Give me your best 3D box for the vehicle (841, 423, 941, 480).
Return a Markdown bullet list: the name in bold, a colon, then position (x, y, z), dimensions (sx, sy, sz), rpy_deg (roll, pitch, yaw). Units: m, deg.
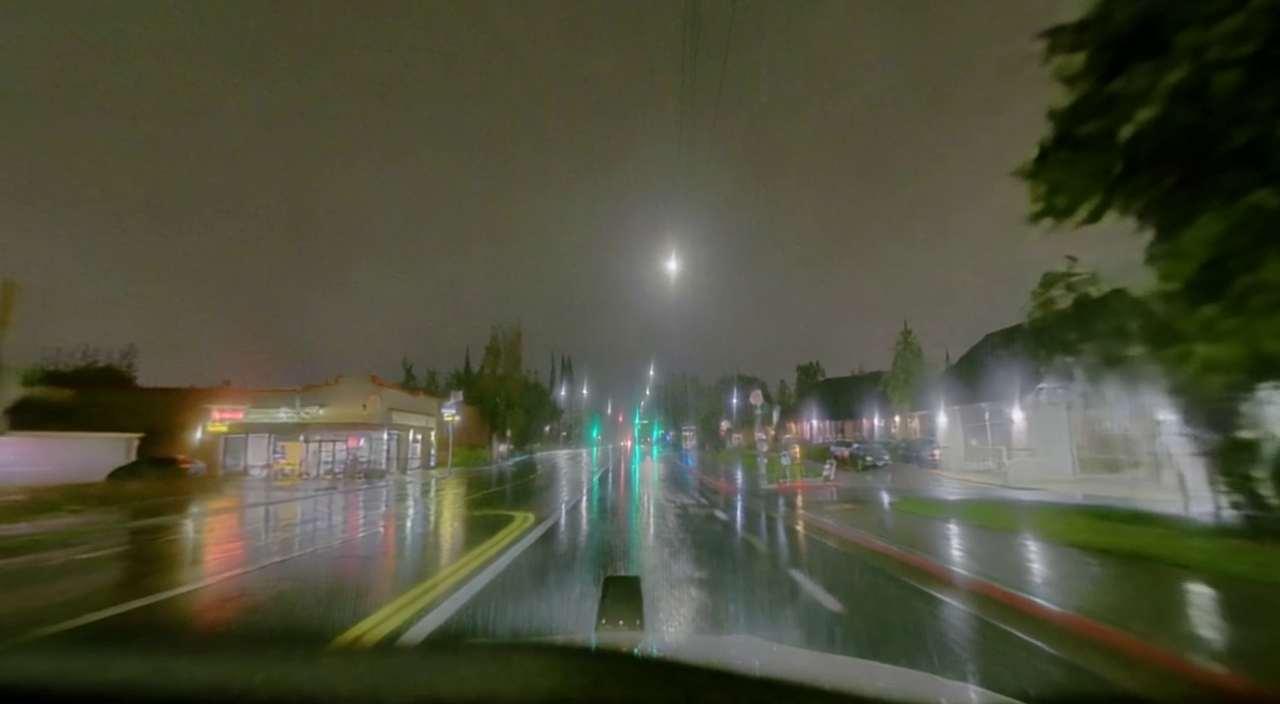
- **vehicle**: position (11.084, 4.541, 28.338), dimensions (2.001, 1.744, 4.449), rpy_deg (-4, -16, -9)
